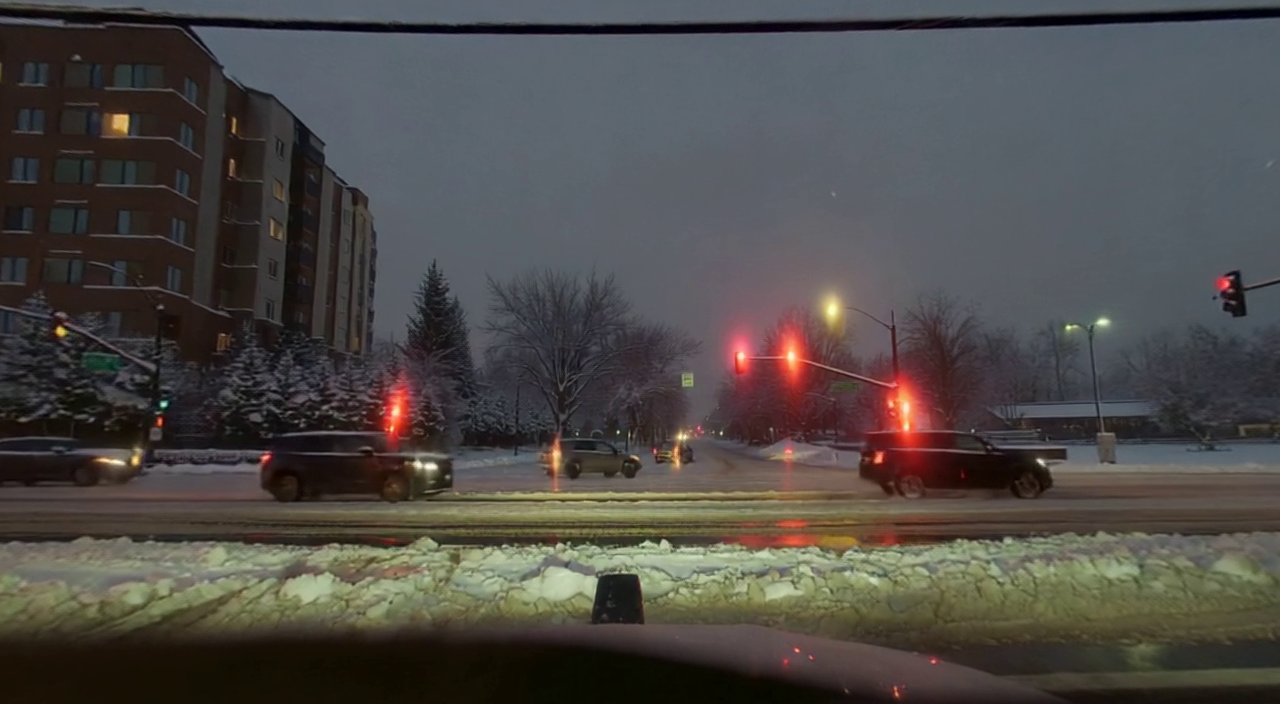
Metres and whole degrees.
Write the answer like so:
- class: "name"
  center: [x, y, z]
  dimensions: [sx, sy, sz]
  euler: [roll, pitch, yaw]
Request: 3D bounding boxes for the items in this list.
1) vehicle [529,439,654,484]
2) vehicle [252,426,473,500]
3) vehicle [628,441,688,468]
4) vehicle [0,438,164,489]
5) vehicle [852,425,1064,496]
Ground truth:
- class: "vehicle"
  center: [-1.841, 4.171, 24.384]
  dimensions: [4.397, 1.569, 1.955]
  euler: [5, -10, -31]
- class: "vehicle"
  center: [-7.202, 2.920, 16.949]
  dimensions: [4.923, 1.800, 2.153]
  euler: [1, -8, -5]
- class: "vehicle"
  center: [1.196, 6.325, 39.157]
  dimensions: [1.976, 1.505, 5.084]
  euler: [-4, -9, 22]
- class: "vehicle"
  center: [-17.750, 3.399, 19.422]
  dimensions: [4.424, 1.454, 2.043]
  euler: [1, -8, -5]
- class: "vehicle"
  center: [9.476, 3.247, 19.181]
  dimensions: [5.101, 1.940, 2.468]
  euler: [1, -8, -7]
